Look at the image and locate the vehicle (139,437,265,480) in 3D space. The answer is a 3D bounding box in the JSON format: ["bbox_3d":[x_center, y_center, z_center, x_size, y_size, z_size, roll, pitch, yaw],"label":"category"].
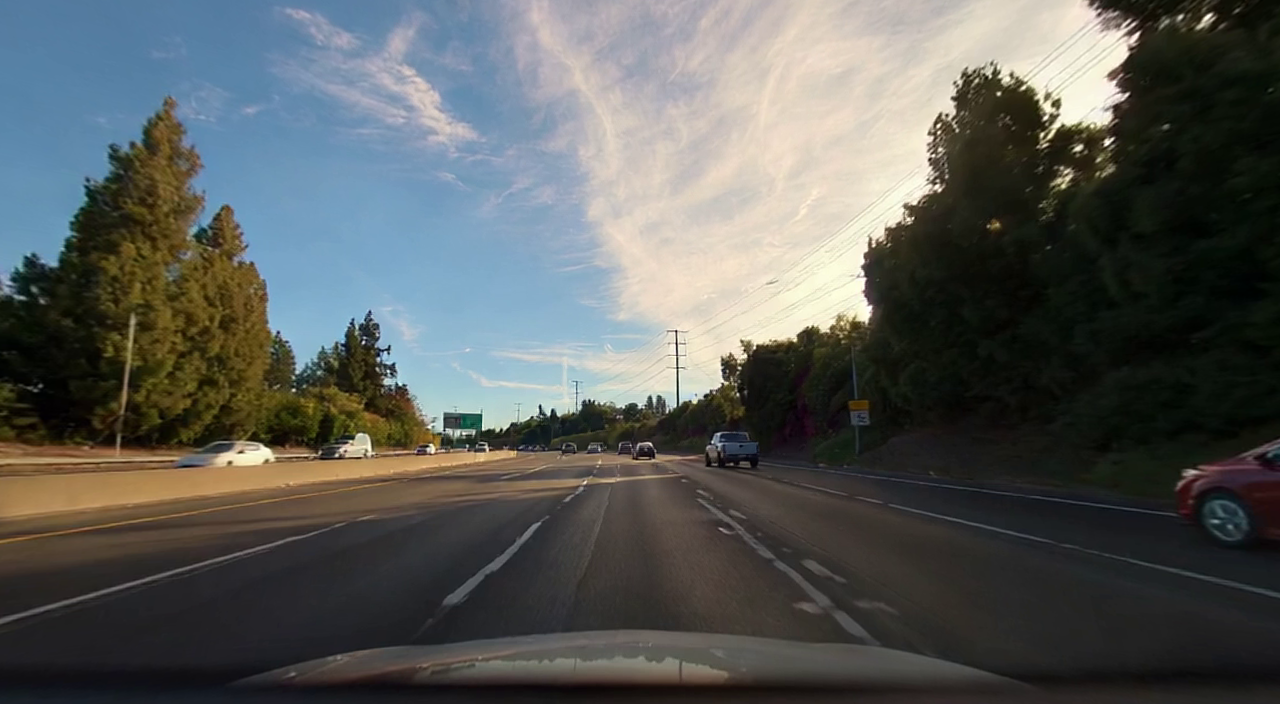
[{"bbox_3d":[-18.726,4.564,27.346,2.272,1.706,4.604,0,-8,-2],"label":"vehicle"}]

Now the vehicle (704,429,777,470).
[{"bbox_3d":[5.377,5.387,34.922,2.504,2.033,5.979,1,-8,-6],"label":"vehicle"}]
